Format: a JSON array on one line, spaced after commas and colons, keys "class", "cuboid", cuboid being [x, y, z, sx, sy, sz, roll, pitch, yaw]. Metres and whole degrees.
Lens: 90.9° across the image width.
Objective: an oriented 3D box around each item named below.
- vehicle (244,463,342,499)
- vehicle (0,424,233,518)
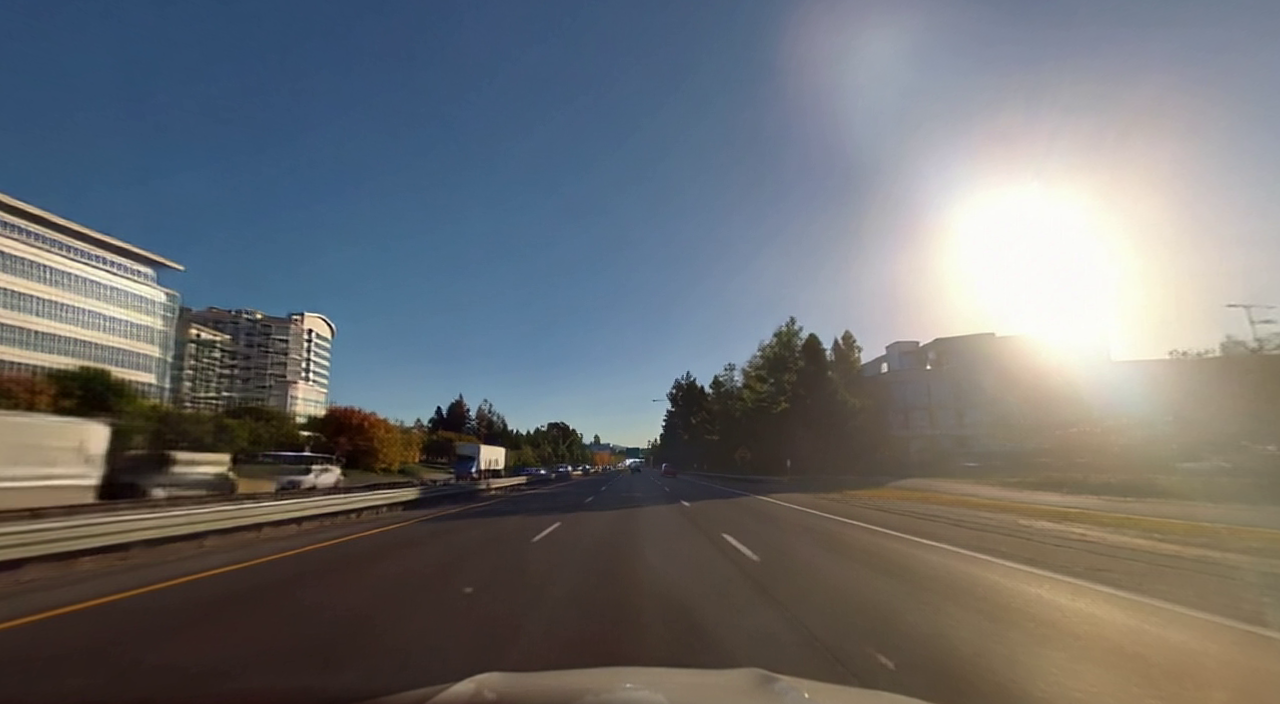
[{"class": "vehicle", "cuboid": [-16.005, 5.973, 29.380, 1.943, 1.513, 4.560, 1, -10, 0]}, {"class": "vehicle", "cuboid": [-20.092, 4.649, 24.785, 2.847, 3.022, 7.806, 1, -10, 0]}]
